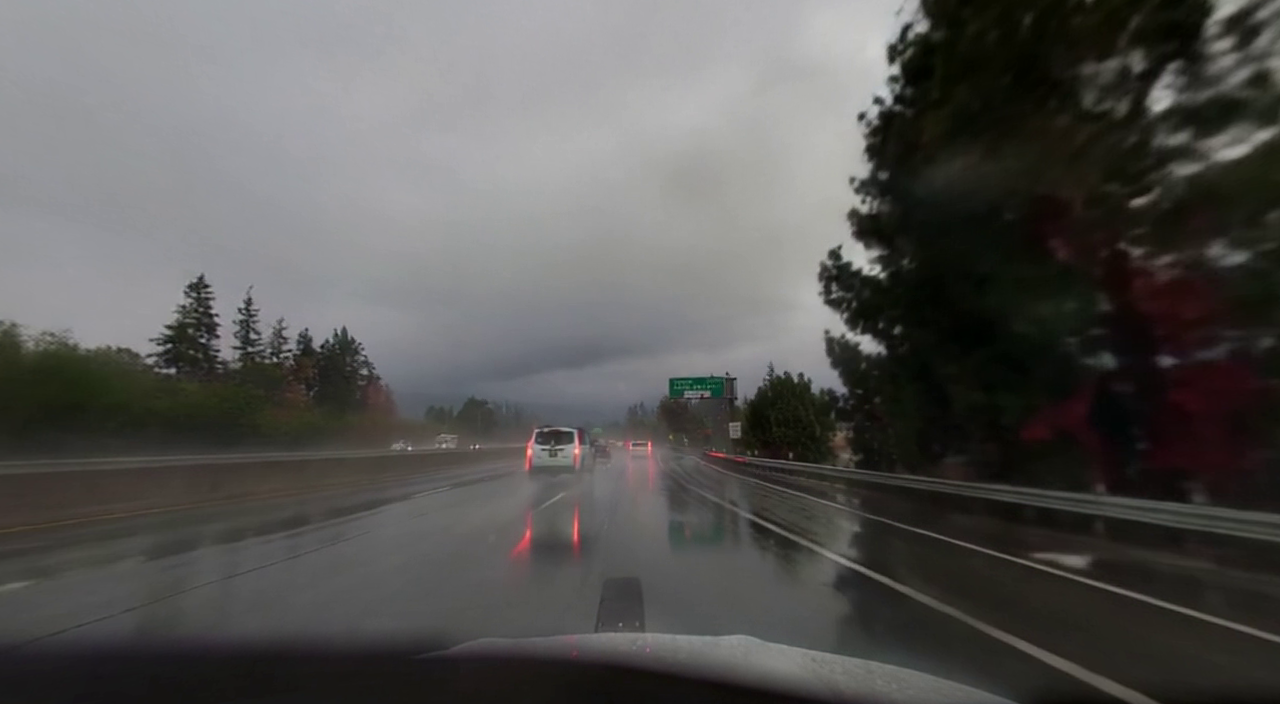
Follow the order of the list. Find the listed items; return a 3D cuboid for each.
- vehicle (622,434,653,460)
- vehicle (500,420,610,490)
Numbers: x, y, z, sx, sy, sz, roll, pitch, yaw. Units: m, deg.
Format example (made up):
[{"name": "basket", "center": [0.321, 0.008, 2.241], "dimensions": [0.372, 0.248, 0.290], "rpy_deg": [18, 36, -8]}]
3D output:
[{"name": "vehicle", "center": [-0.174, 7.321, 48.530], "dimensions": [2.306, 1.857, 4.657], "rpy_deg": [0, -9, 0]}, {"name": "vehicle", "center": [-2.529, 3.313, 20.536], "dimensions": [2.497, 1.957, 5.432], "rpy_deg": [-1, -9, 3]}]
